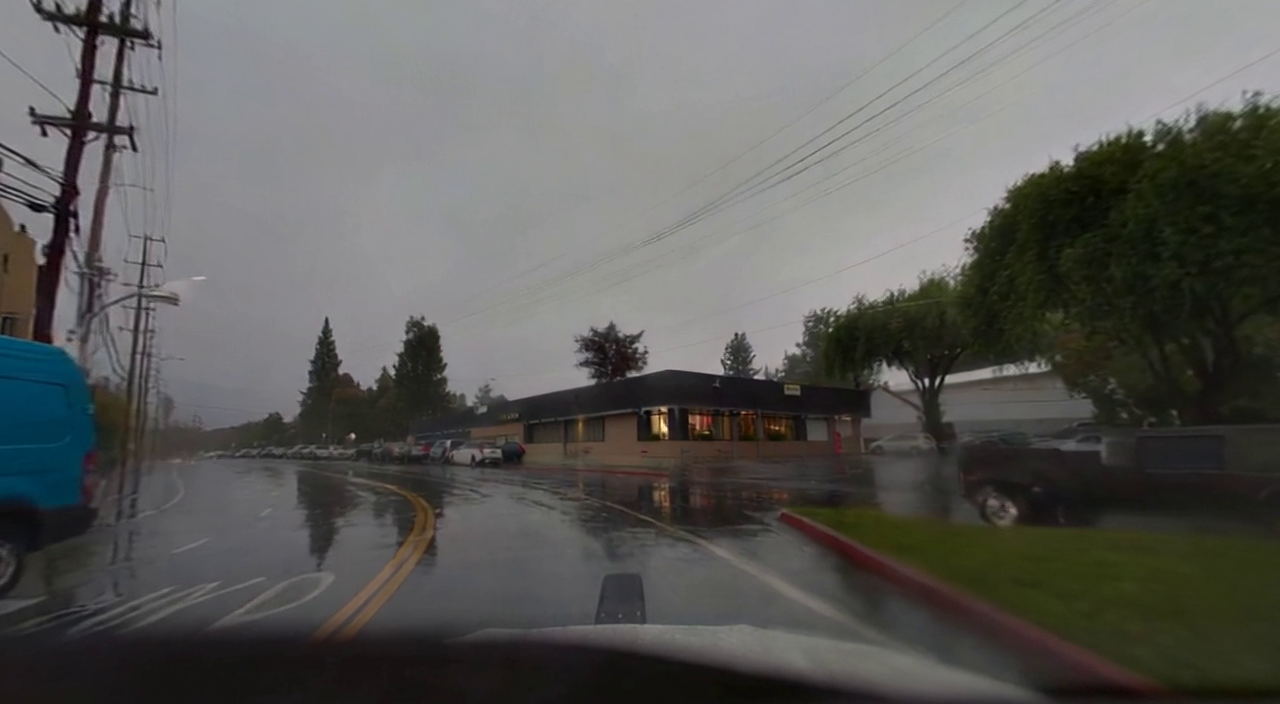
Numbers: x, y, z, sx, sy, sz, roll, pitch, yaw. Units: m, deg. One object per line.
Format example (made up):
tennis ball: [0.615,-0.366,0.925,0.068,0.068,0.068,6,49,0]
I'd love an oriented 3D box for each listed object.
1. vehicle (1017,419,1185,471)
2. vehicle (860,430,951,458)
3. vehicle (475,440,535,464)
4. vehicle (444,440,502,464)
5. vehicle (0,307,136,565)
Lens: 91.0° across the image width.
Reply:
vehicle: [16.812,3.386,23.119,4.543,1.744,2.164,0,-8,-6]
vehicle: [15.496,5.391,36.879,4.454,1.504,1.970,0,-8,-5]
vehicle: [-9.174,6.835,43.342,2.074,1.526,4.853,-3,-8,15]
vehicle: [-12.088,7.258,45.934,2.057,1.564,4.502,-3,-8,15]
vehicle: [-12.014,0.924,6.813,3.276,3.922,10.384,-2,-8,10]
